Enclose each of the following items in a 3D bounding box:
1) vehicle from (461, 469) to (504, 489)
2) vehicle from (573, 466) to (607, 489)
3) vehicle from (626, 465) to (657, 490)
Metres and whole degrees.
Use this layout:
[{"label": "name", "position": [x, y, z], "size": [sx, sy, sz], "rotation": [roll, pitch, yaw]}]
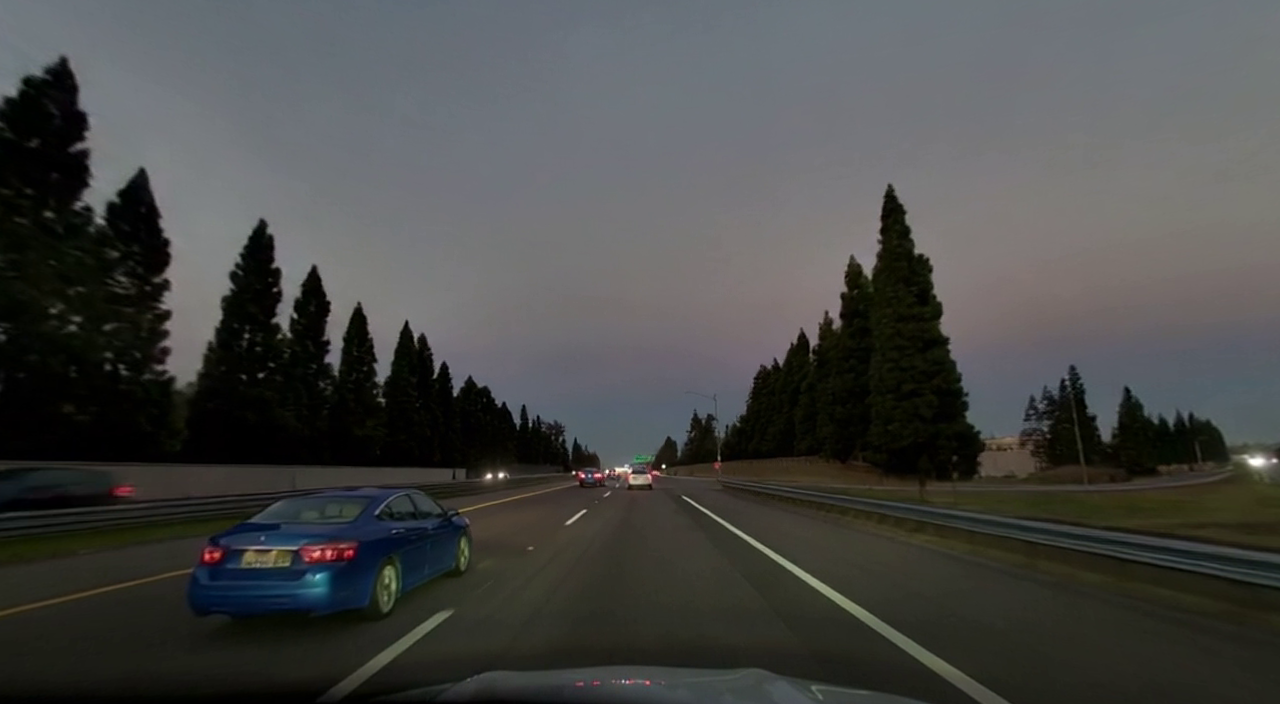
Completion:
[{"label": "vehicle", "position": [-12.229, 9.870, 49.112], "size": [2.262, 1.458, 4.250], "rotation": [1, -10, -1]}, {"label": "vehicle", "position": [-3.467, 8.817, 44.466], "size": [2.047, 1.523, 4.279], "rotation": [1, -11, 1]}, {"label": "vehicle", "position": [0.108, 8.889, 44.737], "size": [2.065, 1.596, 3.869], "rotation": [1, -11, 1]}]
